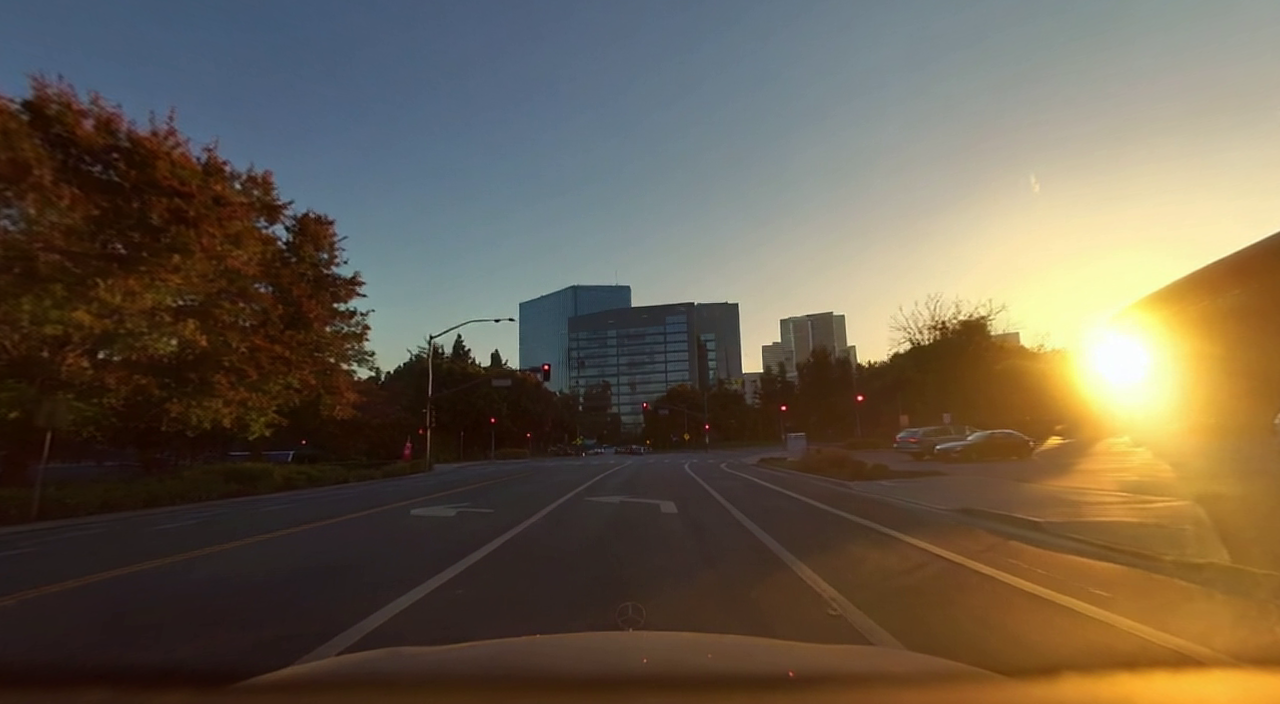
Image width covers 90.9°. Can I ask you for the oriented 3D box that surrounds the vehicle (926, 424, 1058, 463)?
[{"bbox_3d":[14.136,3.691,25.469,4.167,1.476,1.871,0,-8,-1],"label":"vehicle"}]
